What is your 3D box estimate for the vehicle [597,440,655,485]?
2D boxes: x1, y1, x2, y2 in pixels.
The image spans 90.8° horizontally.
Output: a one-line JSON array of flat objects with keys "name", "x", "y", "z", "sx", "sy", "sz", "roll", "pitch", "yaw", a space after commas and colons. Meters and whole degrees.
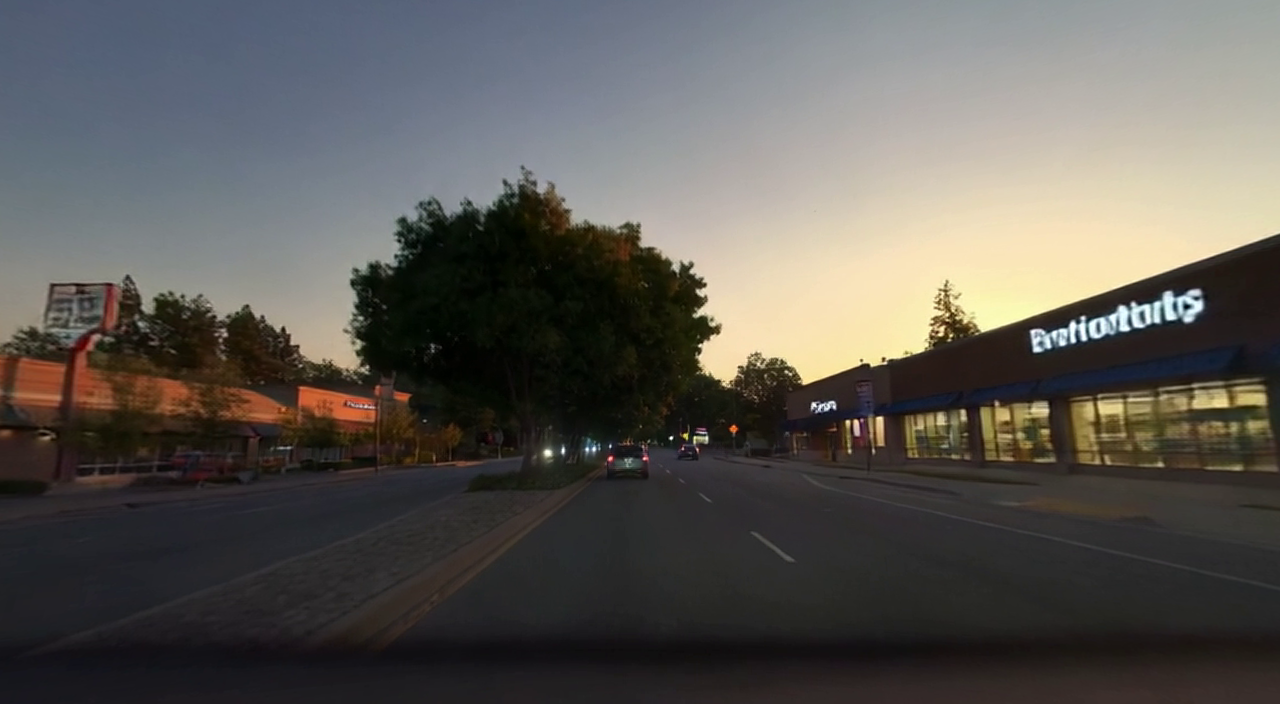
[{"name": "vehicle", "x": -0.503, "y": 4.051, "z": 23.408, "sx": 2.006, "sy": 1.487, "sz": 3.535, "roll": 0, "pitch": -9, "yaw": -1}]

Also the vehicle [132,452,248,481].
[{"name": "vehicle", "x": -23.208, "y": 5.911, "z": 32.745, "sx": 4.472, "sy": 1.412, "sz": 1.891, "roll": 0, "pitch": -9, "yaw": -3}]

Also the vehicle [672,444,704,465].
[{"name": "vehicle", "x": 3.497, "y": 7.545, "z": 46.663, "sx": 1.910, "sy": 1.474, "sz": 4.003, "roll": 0, "pitch": -9, "yaw": -2}]
